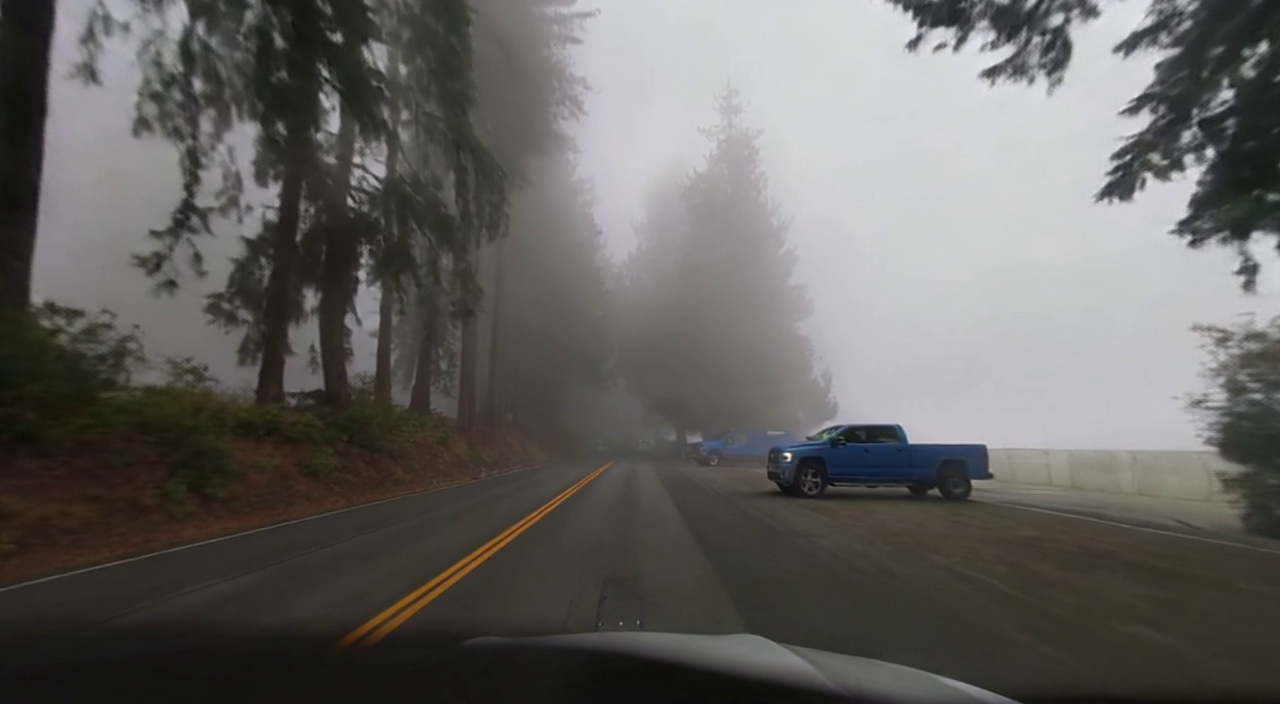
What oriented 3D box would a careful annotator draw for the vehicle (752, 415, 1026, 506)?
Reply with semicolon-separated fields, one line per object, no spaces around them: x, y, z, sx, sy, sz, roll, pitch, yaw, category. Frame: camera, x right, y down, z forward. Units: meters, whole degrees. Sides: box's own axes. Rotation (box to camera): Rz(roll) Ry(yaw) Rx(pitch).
5.969;2.688;15.901;5.797;2.070;2.502;0;-8;-1;vehicle
